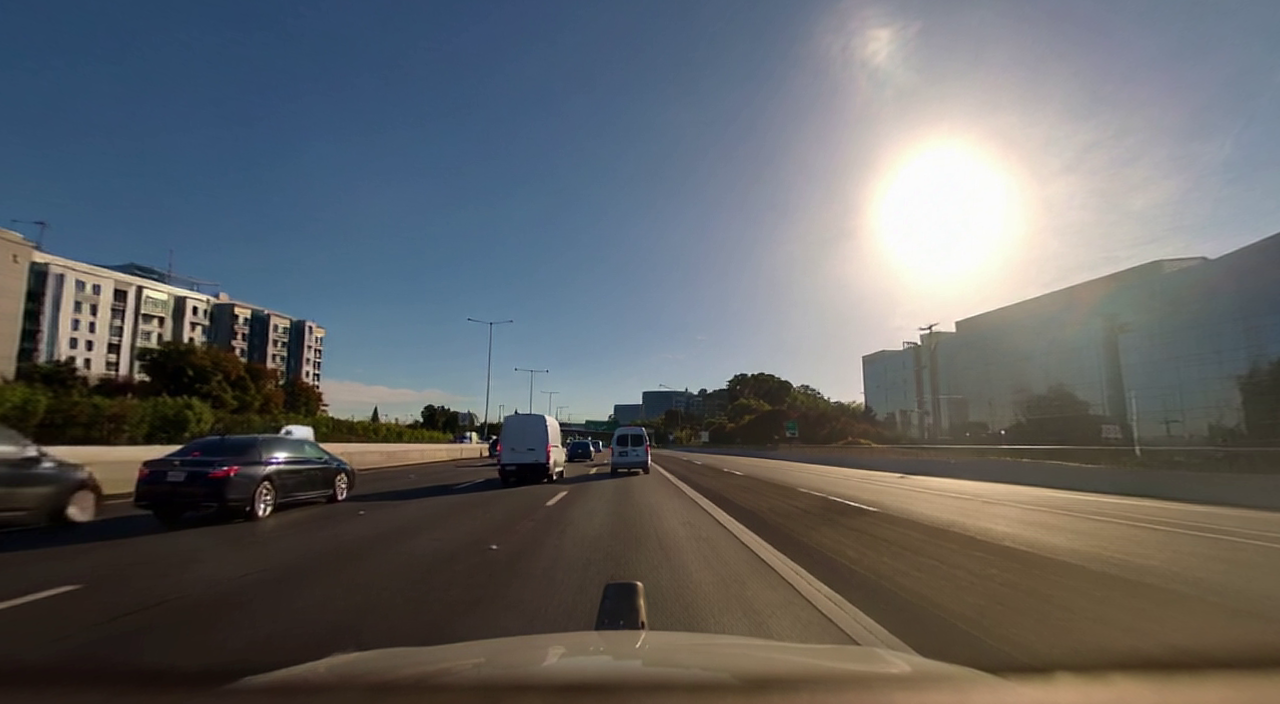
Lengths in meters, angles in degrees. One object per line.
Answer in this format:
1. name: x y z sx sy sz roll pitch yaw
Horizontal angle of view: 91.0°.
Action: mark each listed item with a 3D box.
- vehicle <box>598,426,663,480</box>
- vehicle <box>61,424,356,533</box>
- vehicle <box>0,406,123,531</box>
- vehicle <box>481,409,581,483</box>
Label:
1. vehicle: -0.327 3.790 23.738 2.207 1.807 4.199 0 -9 0
2. vehicle: -7.031 2.108 11.065 1.959 1.493 4.575 0 -9 0
3. vehicle: -10.323 1.626 8.738 2.312 1.766 4.653 0 -9 0
4. vehicle: -3.643 3.361 22.531 2.504 2.276 5.933 0 -9 0
